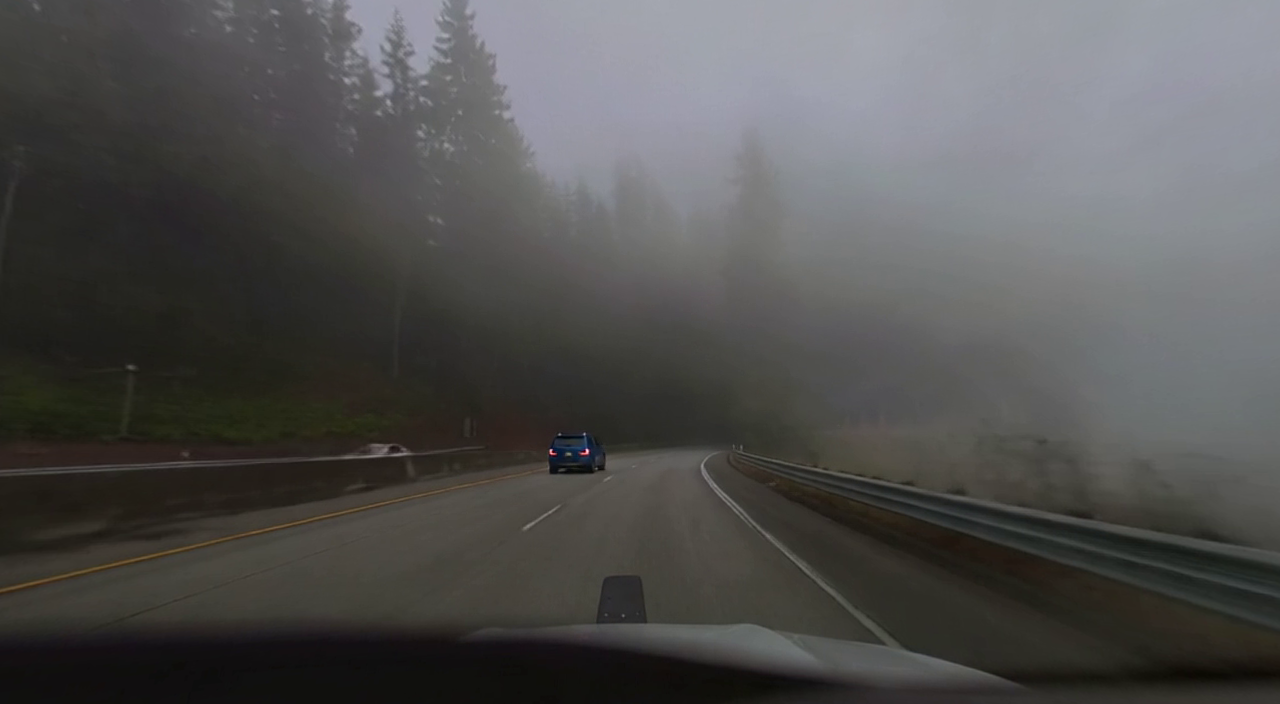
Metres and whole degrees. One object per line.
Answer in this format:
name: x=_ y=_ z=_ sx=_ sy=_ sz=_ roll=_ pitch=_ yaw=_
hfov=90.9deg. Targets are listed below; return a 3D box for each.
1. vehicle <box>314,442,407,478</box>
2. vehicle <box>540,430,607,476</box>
vehicle: x=-12.439 y=4.815 z=28.404 sx=1.928 sy=1.470 sz=4.302 roll=-1 pitch=-8 yaw=5
vehicle: x=-2.694 y=4.273 z=26.802 sx=2.005 sy=1.752 sz=4.479 roll=-1 pitch=-8 yaw=5
